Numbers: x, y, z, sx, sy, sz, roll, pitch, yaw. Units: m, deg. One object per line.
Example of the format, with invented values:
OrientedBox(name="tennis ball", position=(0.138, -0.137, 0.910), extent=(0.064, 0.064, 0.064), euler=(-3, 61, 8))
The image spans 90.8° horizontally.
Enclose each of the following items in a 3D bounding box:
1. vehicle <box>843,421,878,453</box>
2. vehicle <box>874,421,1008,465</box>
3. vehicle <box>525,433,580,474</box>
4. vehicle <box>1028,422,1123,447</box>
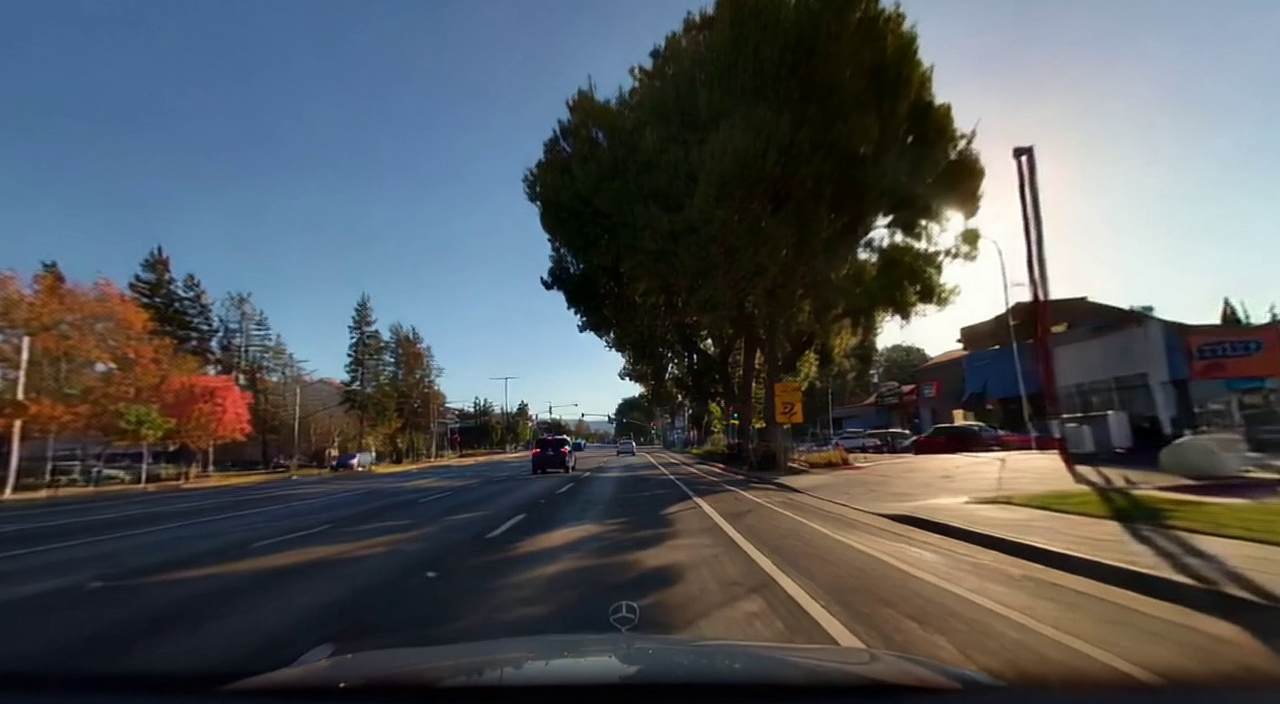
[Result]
OrientedBox(name="vehicle", position=(14.015, 5.420, 40.239), extent=(1.876, 1.693, 3.562), euler=(6, -5, 19))
OrientedBox(name="vehicle", position=(12.874, 3.909, 27.265), extent=(4.612, 1.491, 2.061), euler=(-5, -7, 1))
OrientedBox(name="vehicle", position=(-4.036, 4.779, 29.933), extent=(1.985, 1.772, 4.479), euler=(0, -8, 0))
OrientedBox(name="vehicle", position=(27.164, 5.168, 39.519), extent=(4.457, 1.449, 1.833), euler=(-1, -8, 5))
